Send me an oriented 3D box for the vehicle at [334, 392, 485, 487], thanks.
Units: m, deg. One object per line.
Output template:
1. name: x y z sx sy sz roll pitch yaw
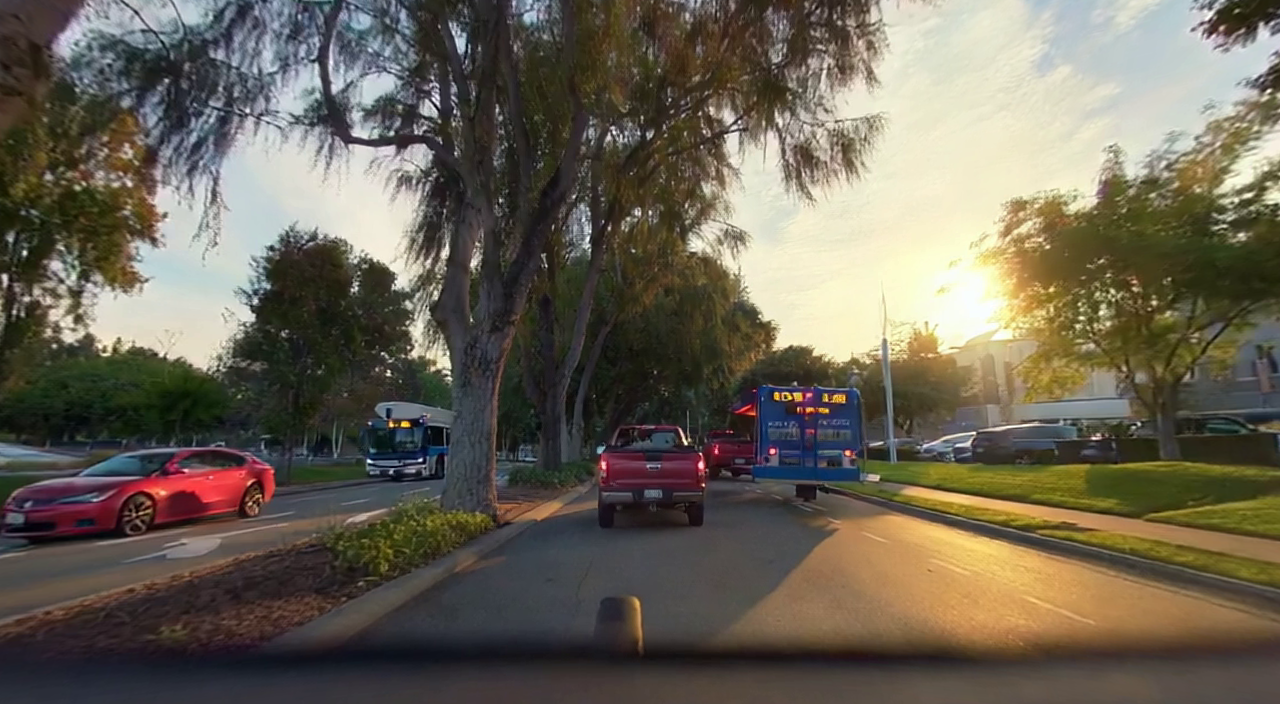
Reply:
1. vehicle: -11.433 4.684 33.447 2.996 4.022 12.692 0 -8 1

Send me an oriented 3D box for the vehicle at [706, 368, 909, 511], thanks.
1. vehicle: 4.137 2.643 18.891 3.088 3.057 10.503 0 -8 -1

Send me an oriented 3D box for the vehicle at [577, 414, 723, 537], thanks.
1. vehicle: 0.130 2.266 12.341 2.157 1.816 5.804 0 -8 0

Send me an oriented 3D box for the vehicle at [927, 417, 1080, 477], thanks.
1. vehicle: 14.688 3.850 25.795 4.697 1.908 2.243 -5 -8 1

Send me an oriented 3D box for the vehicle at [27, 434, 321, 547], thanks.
1. vehicle: -8.421 2.486 12.160 2.028 1.728 4.630 0 -8 1
